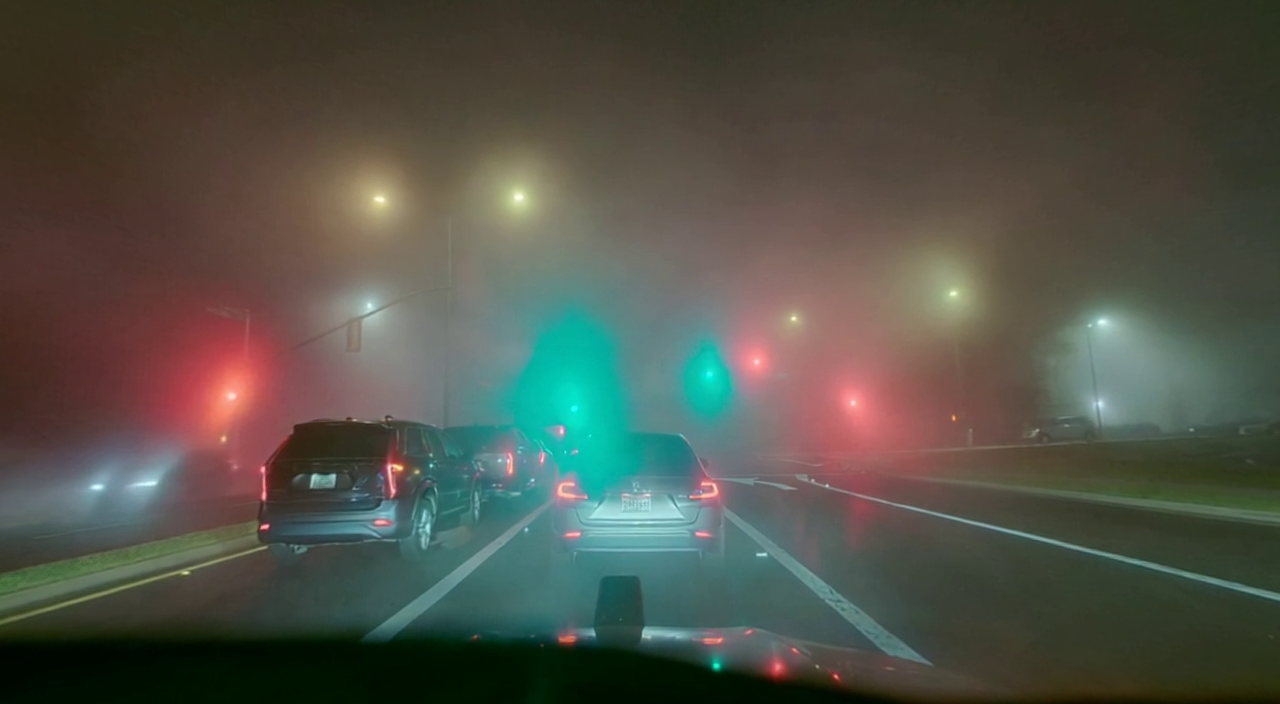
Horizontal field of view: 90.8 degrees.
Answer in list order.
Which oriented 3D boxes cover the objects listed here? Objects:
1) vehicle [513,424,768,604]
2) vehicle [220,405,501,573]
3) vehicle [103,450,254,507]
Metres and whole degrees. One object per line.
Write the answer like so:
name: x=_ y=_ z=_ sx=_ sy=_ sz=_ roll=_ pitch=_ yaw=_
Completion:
vehicle: x=-0.052 y=1.644 z=7.314 sx=2.126 sy=1.475 sz=3.967 roll=0 pitch=-8 yaw=-2
vehicle: x=-3.428 y=1.758 z=8.856 sx=2.046 sy=1.751 sz=4.208 roll=0 pitch=-8 yaw=-1
vehicle: x=-14.326 y=3.900 z=19.950 sx=1.792 sy=1.570 sz=4.043 roll=0 pitch=-8 yaw=-2
